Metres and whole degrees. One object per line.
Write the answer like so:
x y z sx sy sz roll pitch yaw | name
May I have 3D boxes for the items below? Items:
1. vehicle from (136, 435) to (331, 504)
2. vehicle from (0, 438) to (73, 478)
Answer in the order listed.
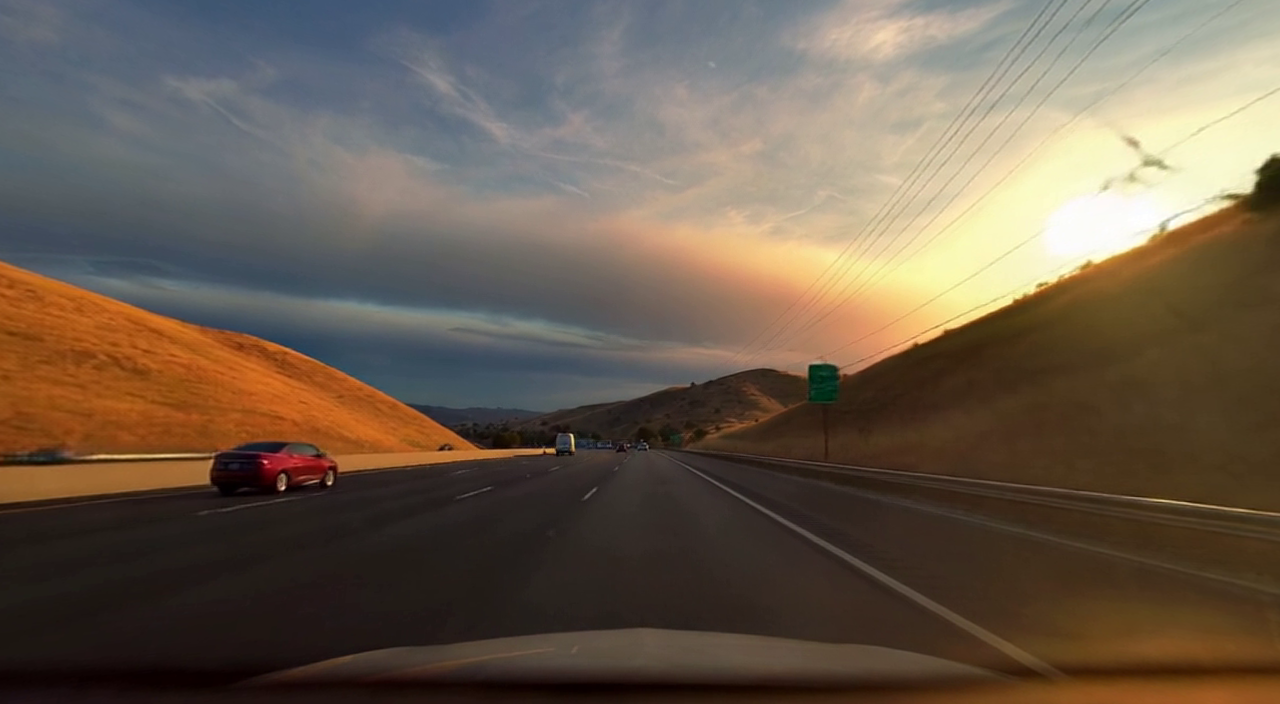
-10.622 3.092 17.049 1.971 1.558 4.847 0 -9 1 | vehicle
-28.324 4.669 27.873 1.774 1.718 4.776 0 -9 2 | vehicle
